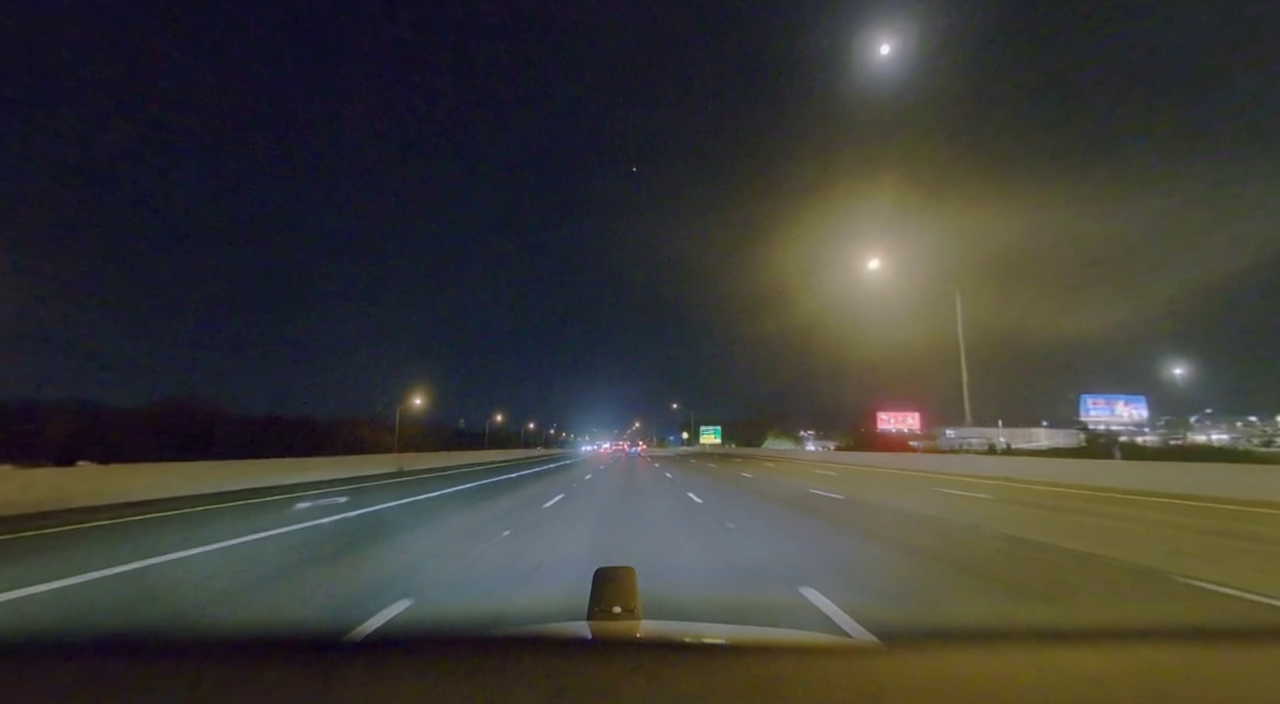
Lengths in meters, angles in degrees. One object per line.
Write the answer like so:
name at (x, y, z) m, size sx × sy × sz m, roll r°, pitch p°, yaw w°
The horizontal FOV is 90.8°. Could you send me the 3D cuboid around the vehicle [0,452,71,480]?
vehicle at (-38.744, 7.077, 39.447) m, size 1.879 × 1.552 × 4.889 m, roll 0°, pitch -8°, yaw 0°
